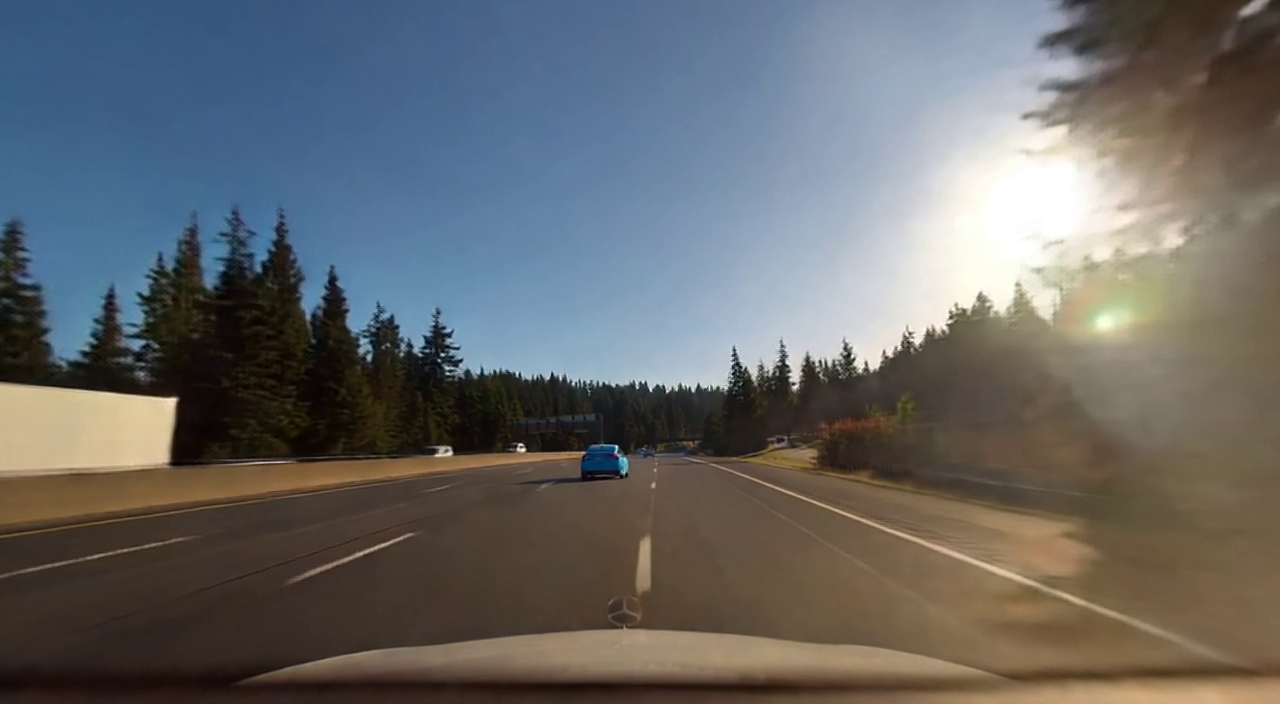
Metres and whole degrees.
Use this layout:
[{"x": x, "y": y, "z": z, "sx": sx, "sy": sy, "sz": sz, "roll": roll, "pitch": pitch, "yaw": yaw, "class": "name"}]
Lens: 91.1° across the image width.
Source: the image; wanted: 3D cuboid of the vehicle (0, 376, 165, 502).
[{"x": -22.664, "y": 2.673, "z": 19.338, "sx": 2.972, "sy": 4.100, "sz": 16.483, "roll": -1, "pitch": -8, "yaw": 1, "class": "vehicle"}]

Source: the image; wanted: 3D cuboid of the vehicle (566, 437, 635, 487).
[{"x": -1.380, "y": 4.083, "z": 23.702, "sx": 2.133, "sy": 1.686, "sz": 4.203, "roll": -1, "pitch": -8, "yaw": 2, "class": "vehicle"}]
